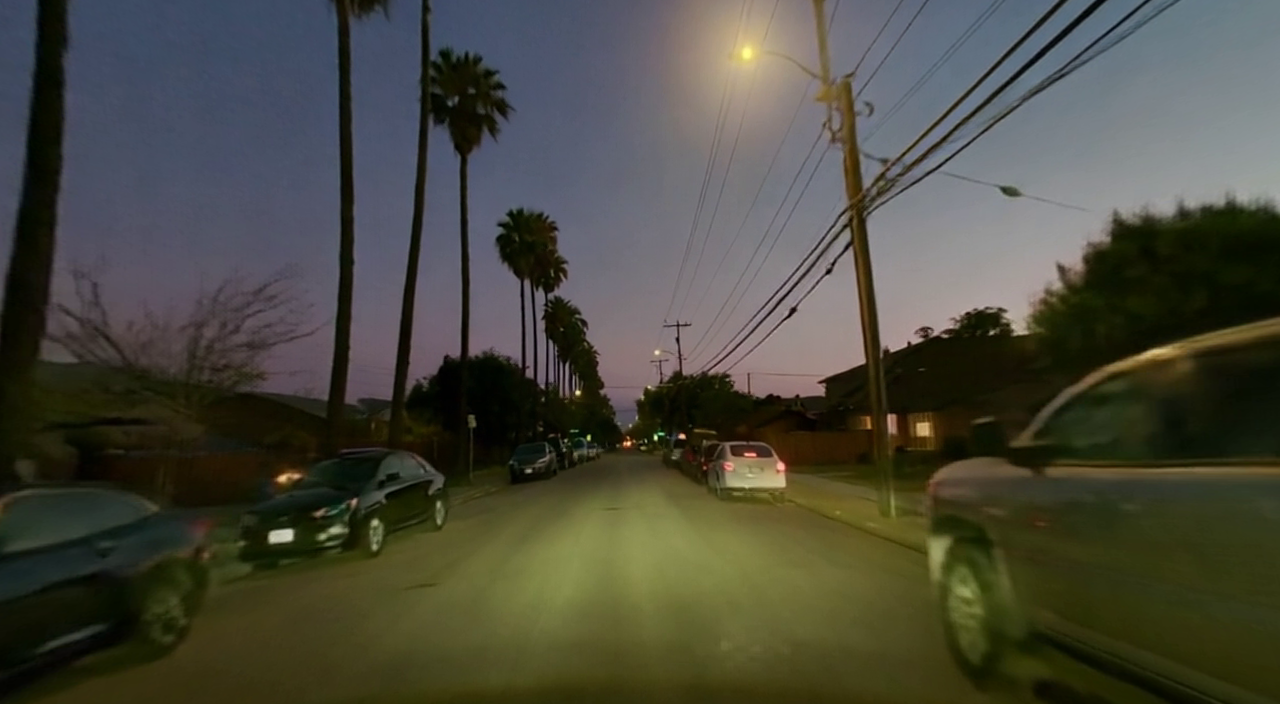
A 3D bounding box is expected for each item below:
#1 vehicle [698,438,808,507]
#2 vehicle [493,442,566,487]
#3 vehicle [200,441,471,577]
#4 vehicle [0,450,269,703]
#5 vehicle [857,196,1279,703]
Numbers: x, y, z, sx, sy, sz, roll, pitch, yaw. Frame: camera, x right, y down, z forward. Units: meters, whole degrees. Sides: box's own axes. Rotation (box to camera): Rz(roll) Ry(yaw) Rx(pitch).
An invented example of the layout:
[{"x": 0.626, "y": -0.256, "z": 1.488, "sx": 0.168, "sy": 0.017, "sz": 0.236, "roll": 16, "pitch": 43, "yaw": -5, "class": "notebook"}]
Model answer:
[{"x": 2.628, "y": 2.901, "z": 15.644, "sx": 1.881, "sy": 1.460, "sz": 4.007, "roll": 0, "pitch": -8, "yaw": -1, "class": "vehicle"}, {"x": -4.373, "y": 4.516, "z": 25.830, "sx": 2.123, "sy": 1.636, "sz": 4.481, "roll": 0, "pitch": -8, "yaw": 1, "class": "vehicle"}, {"x": -4.186, "y": 2.182, "z": 9.786, "sx": 1.814, "sy": 1.548, "sz": 4.802, "roll": 0, "pitch": -8, "yaw": 0, "class": "vehicle"}, {"x": -4.087, "y": 1.309, "z": 3.457, "sx": 1.782, "sy": 1.487, "sz": 3.974, "roll": 0, "pitch": -8, "yaw": -2, "class": "vehicle"}, {"x": 2.895, "y": 0.658, "z": 2.308, "sx": 2.292, "sy": 1.981, "sz": 5.277, "roll": 0, "pitch": -8, "yaw": 0, "class": "vehicle"}]
